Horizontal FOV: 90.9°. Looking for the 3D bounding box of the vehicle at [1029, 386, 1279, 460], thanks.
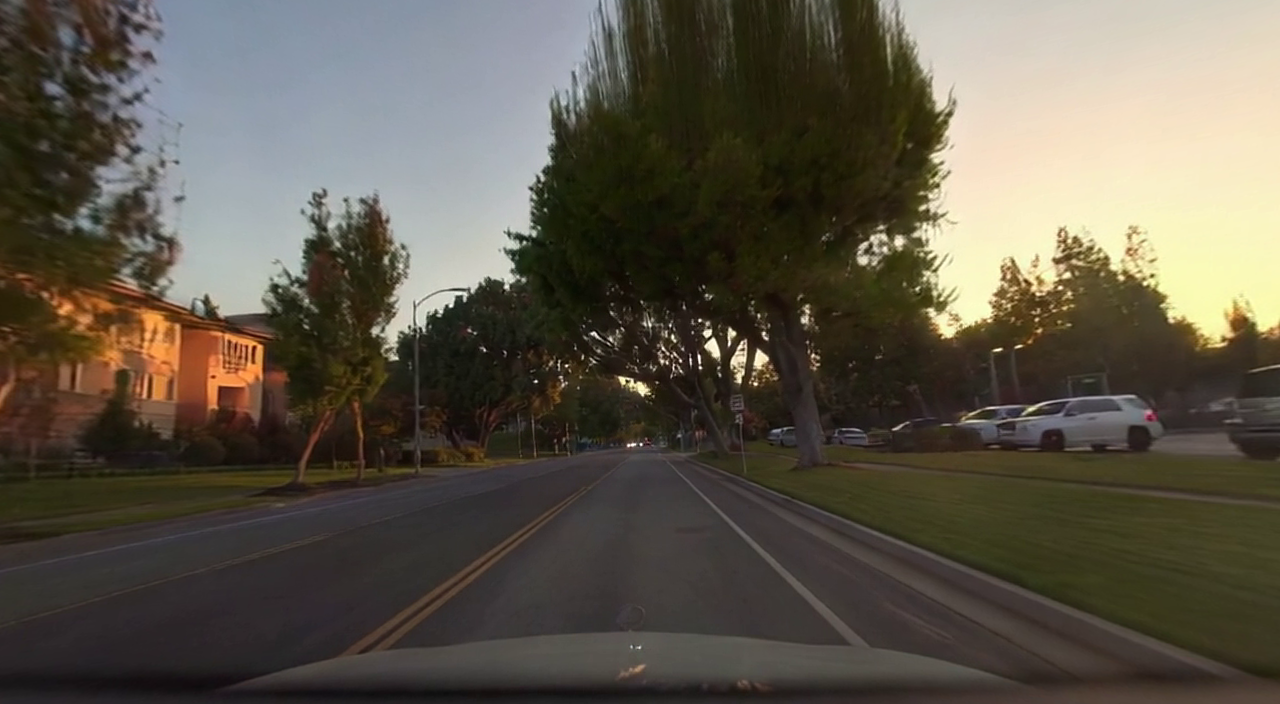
[{"bbox_3d":[12.374,1.766,15.458,4.284,1.663,2.031,0,-8,1],"label":"vehicle"}]
